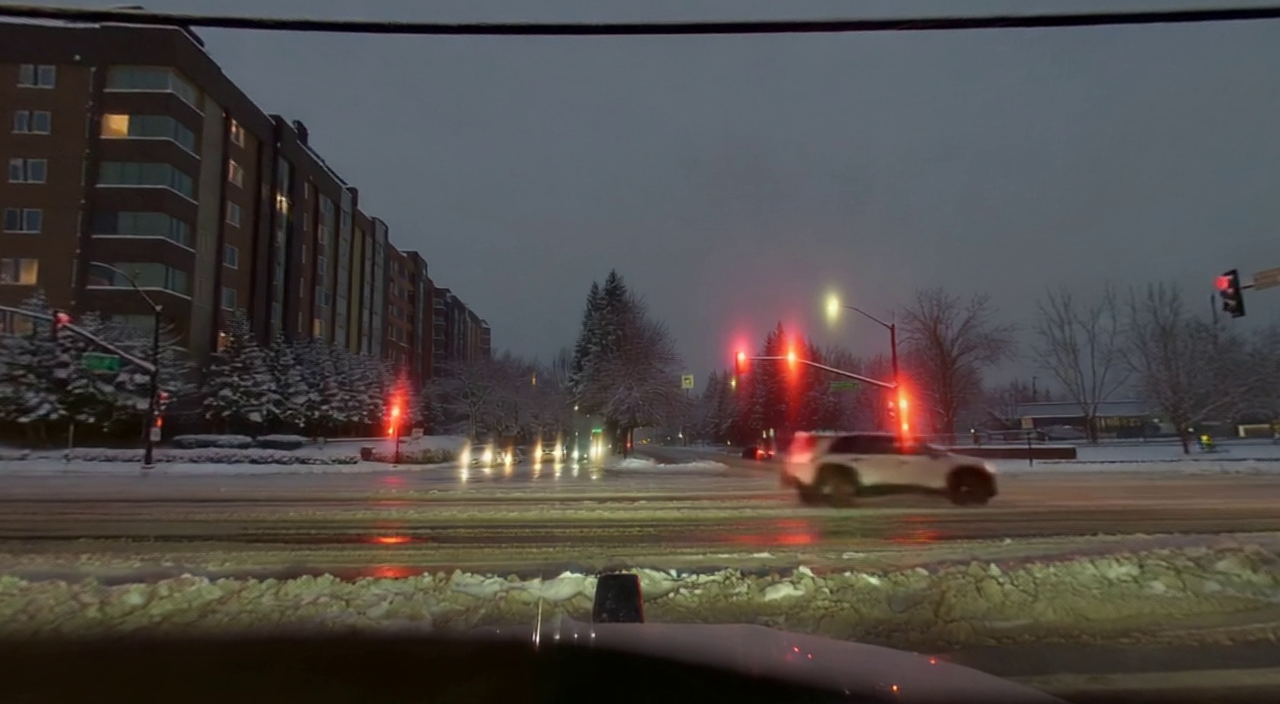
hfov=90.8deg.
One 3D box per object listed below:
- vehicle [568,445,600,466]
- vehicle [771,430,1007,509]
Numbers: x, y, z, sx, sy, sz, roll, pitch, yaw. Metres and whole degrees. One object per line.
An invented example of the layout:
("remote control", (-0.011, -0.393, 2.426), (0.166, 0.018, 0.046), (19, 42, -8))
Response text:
("vehicle", (-4.363, 8.126, 49.743), (2.130, 1.613, 4.121), (0, -8, 0))
("vehicle", (5.877, 2.783, 15.292), (4.853, 1.719, 1.986), (1, -8, -6))
